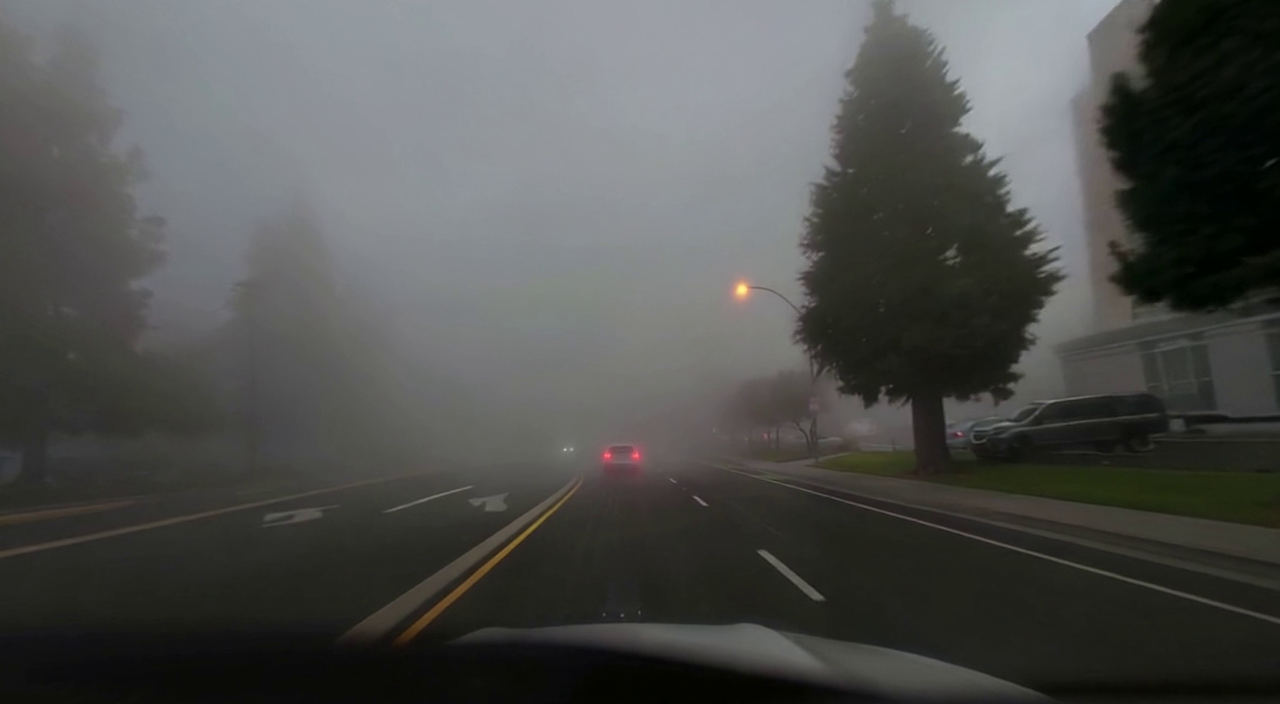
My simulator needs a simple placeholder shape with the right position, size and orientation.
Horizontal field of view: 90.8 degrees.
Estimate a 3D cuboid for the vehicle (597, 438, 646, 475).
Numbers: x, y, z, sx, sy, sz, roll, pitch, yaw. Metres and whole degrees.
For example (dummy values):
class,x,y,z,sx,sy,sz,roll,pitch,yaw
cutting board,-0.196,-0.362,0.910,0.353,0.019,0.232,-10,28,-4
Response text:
class,x,y,z,sx,sy,sz,roll,pitch,yaw
vehicle,-0.890,5.005,30.443,2.181,1.639,4.127,0,-9,-2
